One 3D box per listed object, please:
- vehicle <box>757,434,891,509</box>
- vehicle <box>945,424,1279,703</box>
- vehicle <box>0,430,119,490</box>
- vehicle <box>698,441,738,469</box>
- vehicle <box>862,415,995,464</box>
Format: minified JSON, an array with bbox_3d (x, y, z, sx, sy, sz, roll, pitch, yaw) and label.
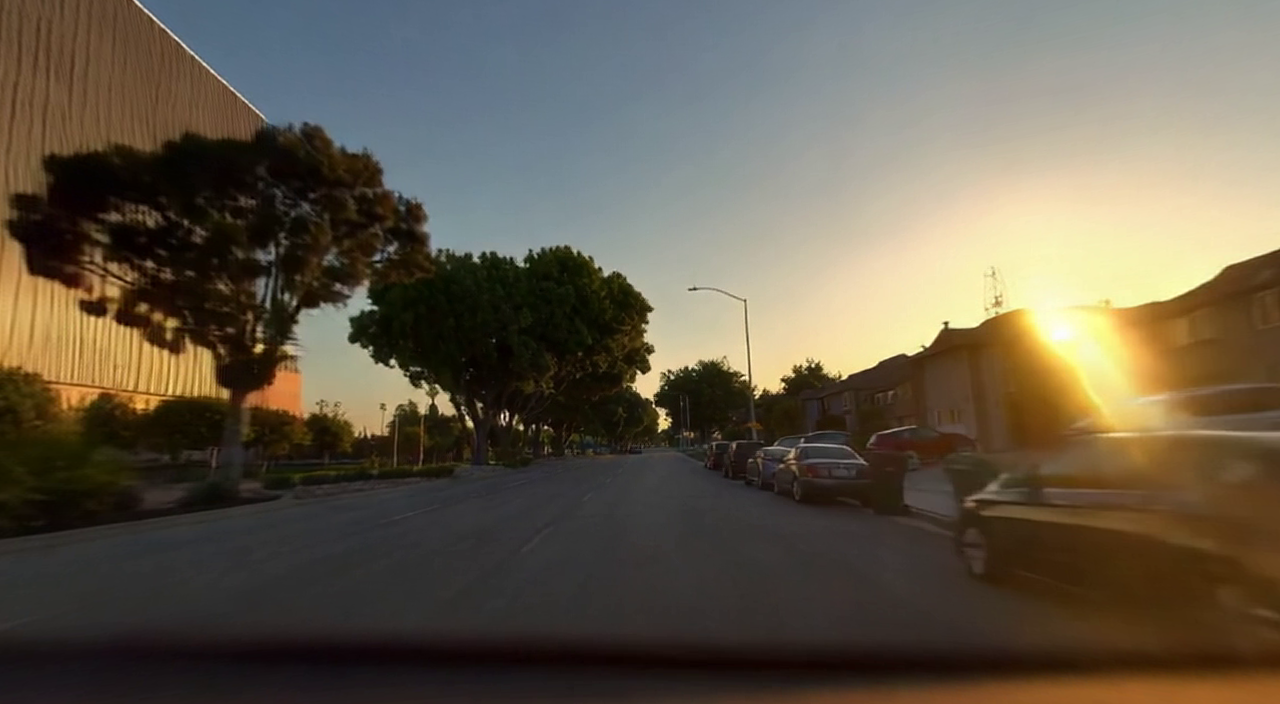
[{"bbox_3d":[4.406,2.930,16.074,1.962,1.590,5.179,0,-8,1],"label":"vehicle"},{"bbox_3d":[4.024,1.202,3.855,2.026,1.447,4.721,0,-8,1],"label":"vehicle"},{"bbox_3d":[-36.129,6.546,38.635,2.736,3.317,6.453,0,-8,0],"label":"vehicle"},{"bbox_3d":[4.748,6.329,39.004,1.906,1.620,4.837,0,-8,0],"label":"vehicle"},{"bbox_3d":[11.952,3.652,26.355,4.433,1.621,1.995,-4,-8,1],"label":"vehicle"}]
